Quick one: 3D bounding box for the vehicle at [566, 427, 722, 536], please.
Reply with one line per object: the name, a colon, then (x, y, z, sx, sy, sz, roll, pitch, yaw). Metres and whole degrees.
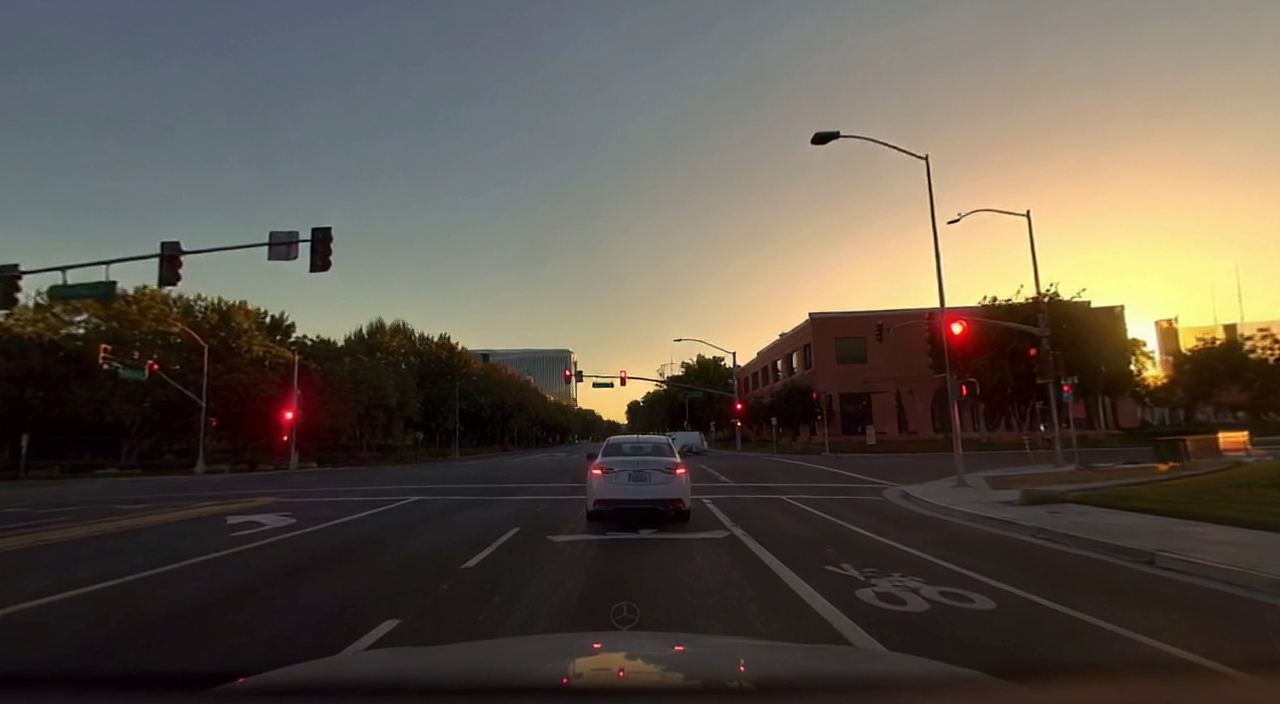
vehicle: (0.010, 2.056, 10.606, 2.107, 1.470, 3.974, 0, -9, -1)
